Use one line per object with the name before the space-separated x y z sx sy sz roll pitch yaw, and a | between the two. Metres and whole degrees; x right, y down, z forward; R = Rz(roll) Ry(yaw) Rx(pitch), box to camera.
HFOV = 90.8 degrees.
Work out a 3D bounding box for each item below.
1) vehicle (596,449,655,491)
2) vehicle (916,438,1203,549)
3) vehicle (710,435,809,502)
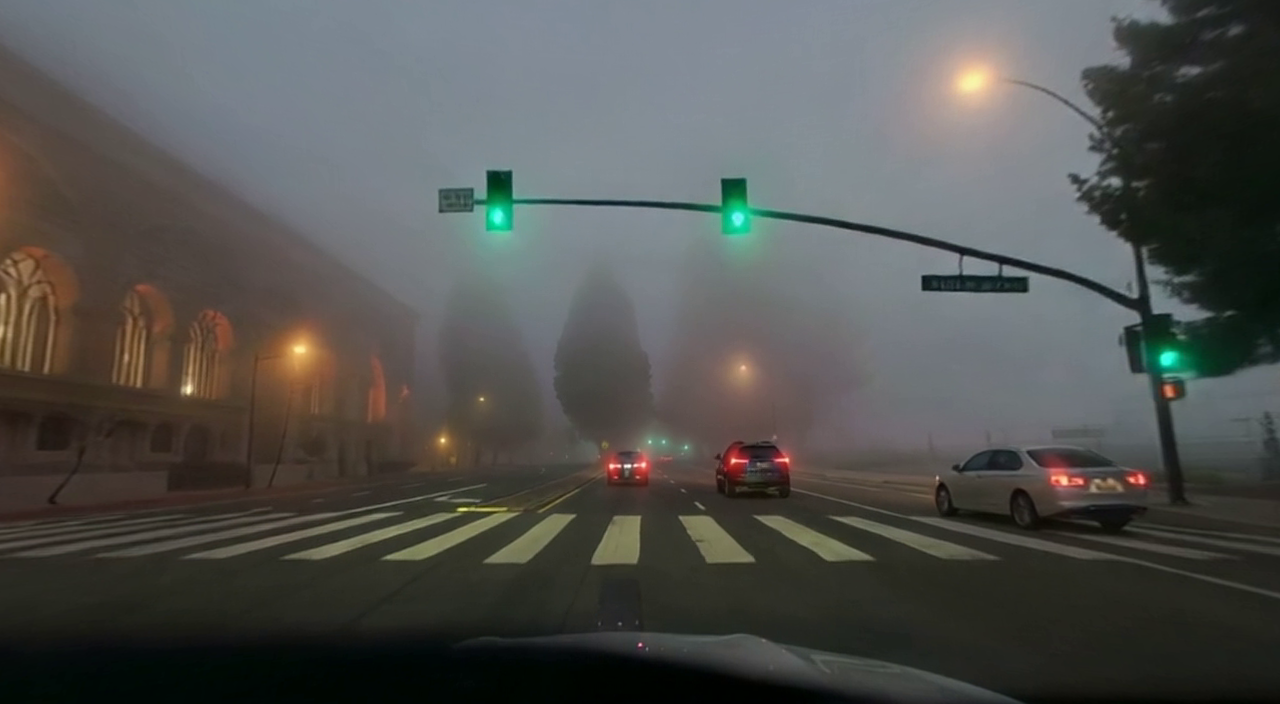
vehicle | -0.525 4.431 24.079 2.054 1.446 3.969 0 -9 -1
vehicle | 6.654 2.250 10.766 1.868 1.472 4.274 0 -9 -1
vehicle | 3.414 3.428 18.979 2.036 1.757 4.300 0 -9 -1
